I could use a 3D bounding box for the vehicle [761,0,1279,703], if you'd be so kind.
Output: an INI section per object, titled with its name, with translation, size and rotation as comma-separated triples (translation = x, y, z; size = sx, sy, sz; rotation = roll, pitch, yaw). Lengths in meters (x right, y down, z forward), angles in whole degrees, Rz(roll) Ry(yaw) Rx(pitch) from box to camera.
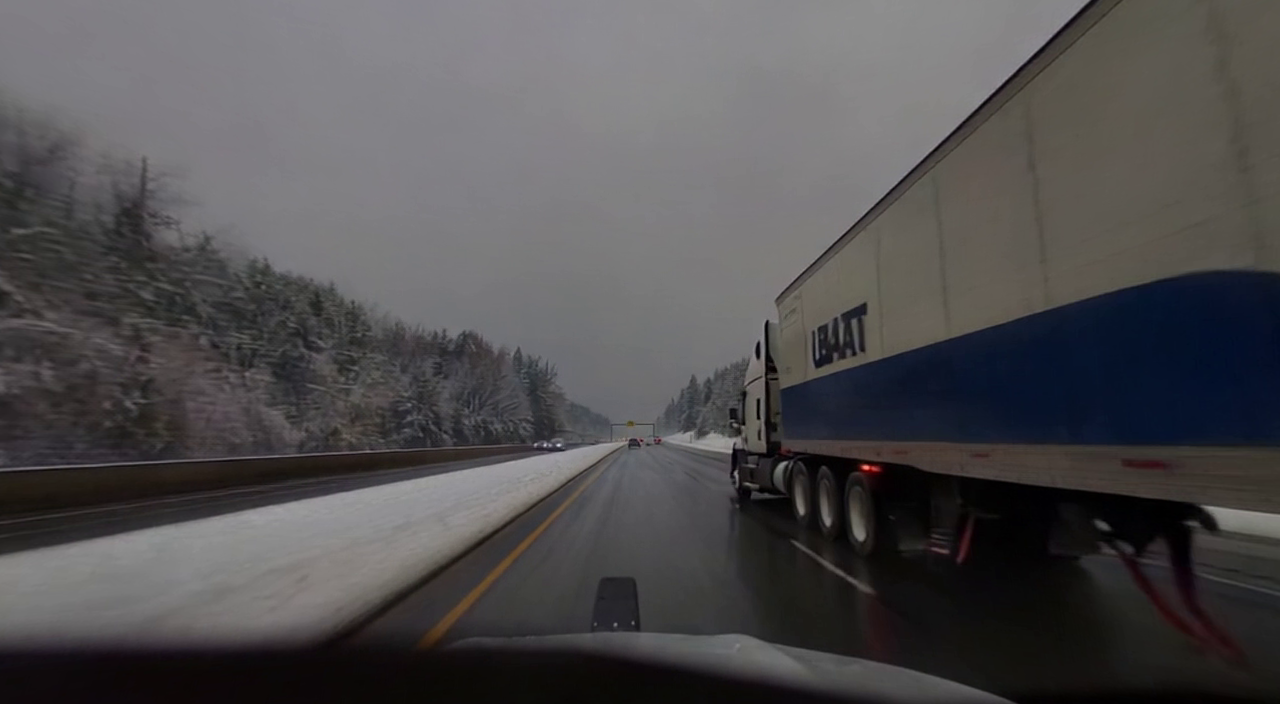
[vehicle]
translation = 3.889, 0.231, 6.392
size = 2.965, 3.887, 10.328
rotation = 0, -8, -2
